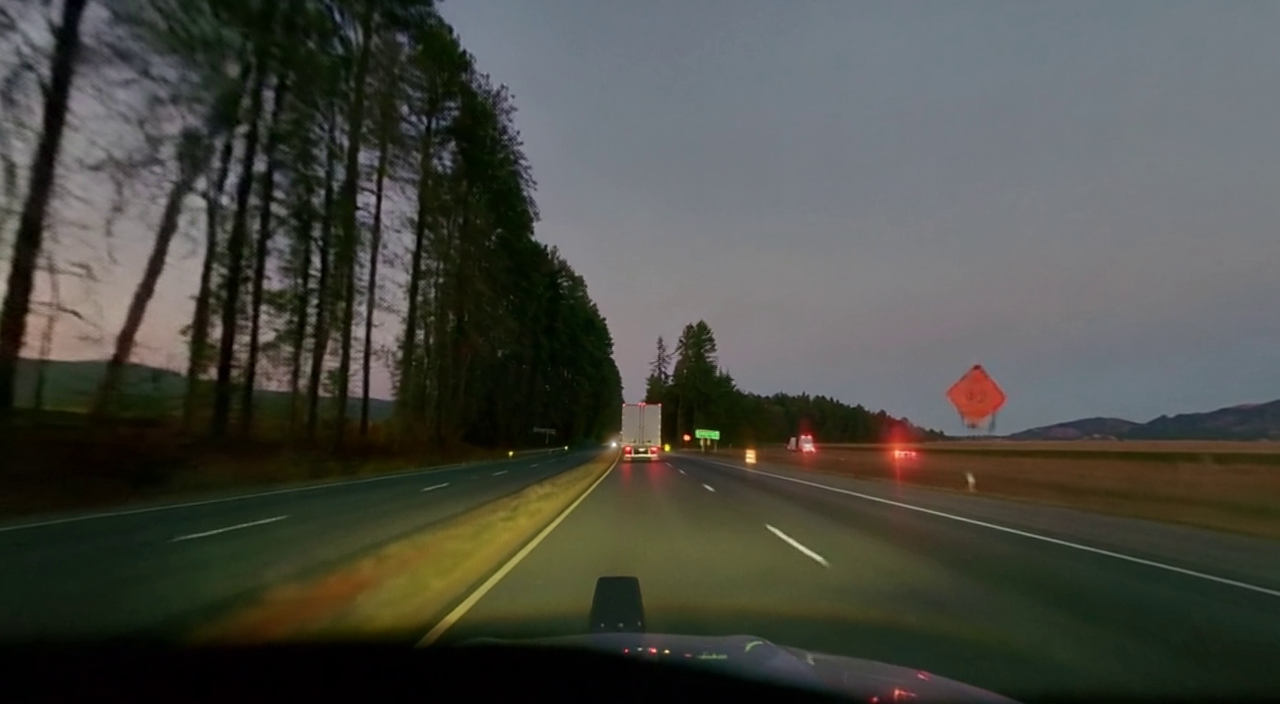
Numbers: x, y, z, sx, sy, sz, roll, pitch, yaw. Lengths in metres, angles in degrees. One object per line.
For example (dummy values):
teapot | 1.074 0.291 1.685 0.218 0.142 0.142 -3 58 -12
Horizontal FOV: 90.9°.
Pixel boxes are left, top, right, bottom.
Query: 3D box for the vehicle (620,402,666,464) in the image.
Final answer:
vehicle | 0.035 6.092 46.809 2.935 4.068 11.036 0 -8 -2
